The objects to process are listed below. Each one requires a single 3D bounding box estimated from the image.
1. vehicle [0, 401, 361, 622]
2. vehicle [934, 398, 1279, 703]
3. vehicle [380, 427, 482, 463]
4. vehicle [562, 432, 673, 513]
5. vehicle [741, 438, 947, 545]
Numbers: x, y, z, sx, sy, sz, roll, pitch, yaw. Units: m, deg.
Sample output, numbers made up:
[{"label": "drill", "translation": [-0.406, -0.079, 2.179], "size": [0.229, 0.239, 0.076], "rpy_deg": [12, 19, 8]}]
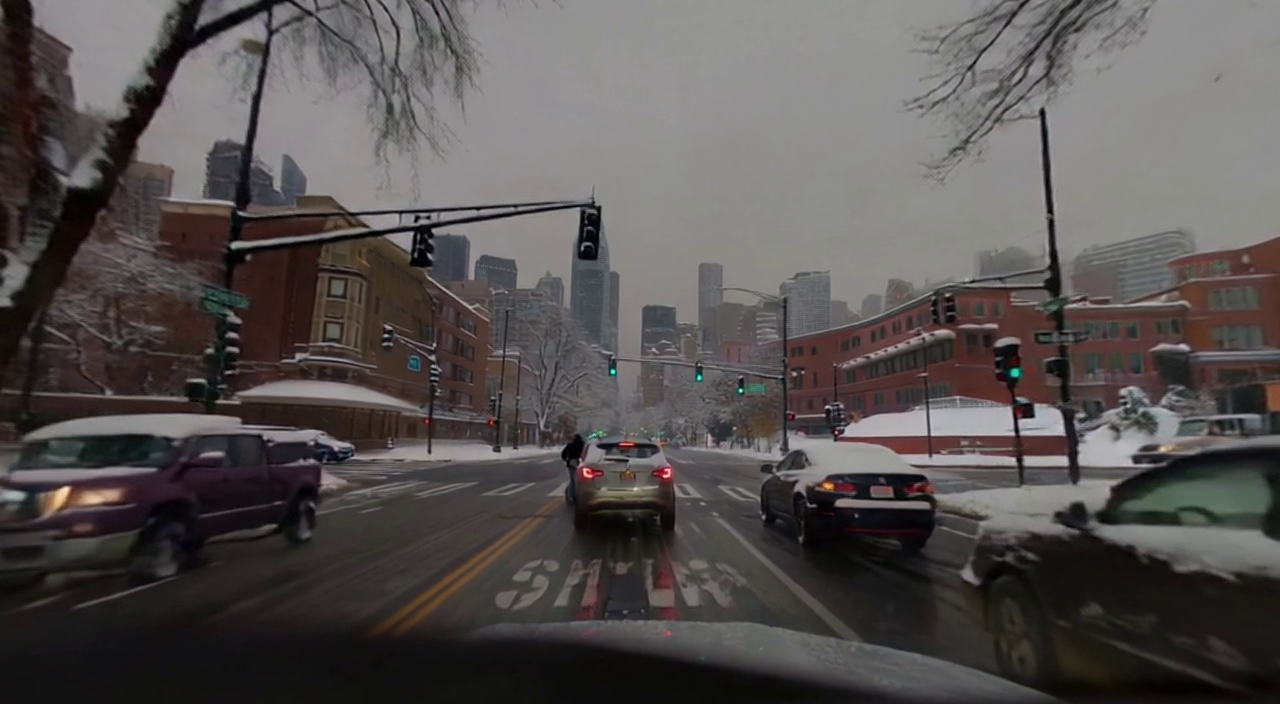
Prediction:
[{"label": "vehicle", "translation": [-5.050, 1.523, 7.093], "size": [2.111, 1.661, 4.537], "rpy_deg": [1, -8, -6]}, {"label": "vehicle", "translation": [3.266, 0.977, 2.501], "size": [1.973, 1.537, 4.533], "rpy_deg": [0, -8, 0]}, {"label": "vehicle", "translation": [-10.305, 4.563, 31.100], "size": [4.556, 1.689, 1.982], "rpy_deg": [-3, -9, 23]}, {"label": "vehicle", "translation": [-0.488, 2.475, 13.500], "size": [2.031, 1.461, 3.763], "rpy_deg": [0, -8, -3]}, {"label": "vehicle", "translation": [3.142, 2.215, 10.861], "size": [1.942, 1.443, 4.468], "rpy_deg": [0, -8, -1]}]
